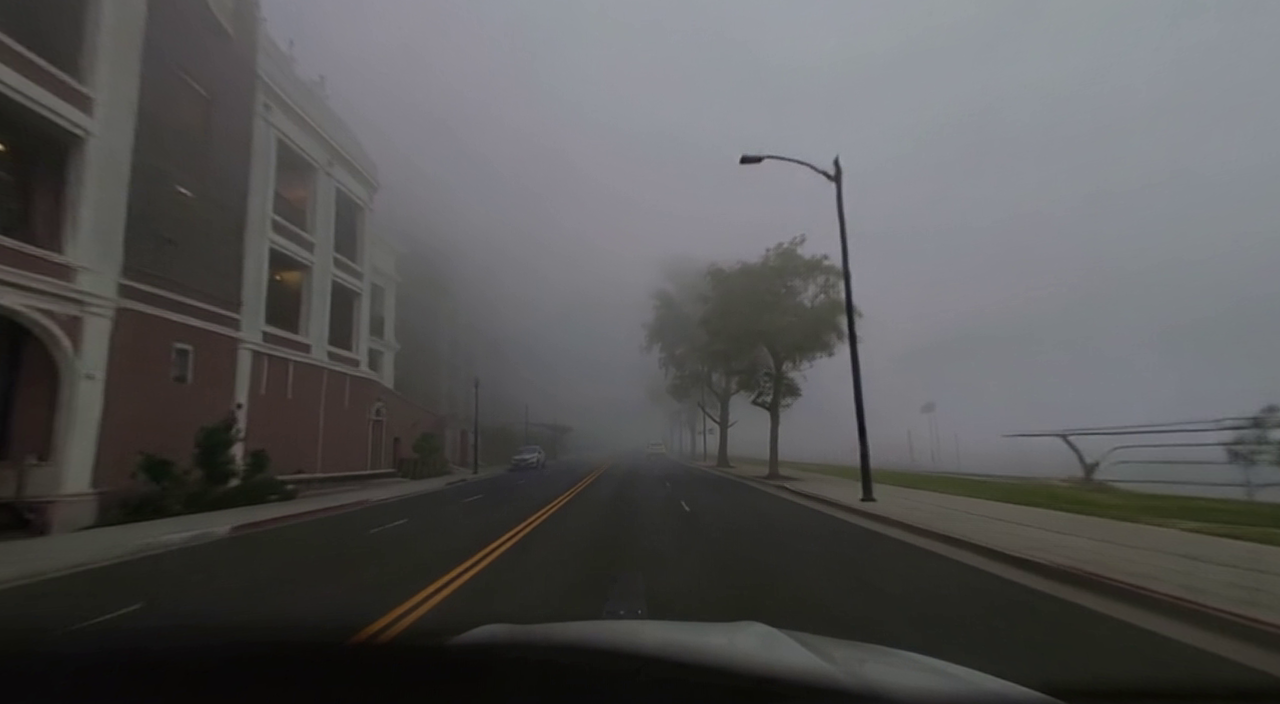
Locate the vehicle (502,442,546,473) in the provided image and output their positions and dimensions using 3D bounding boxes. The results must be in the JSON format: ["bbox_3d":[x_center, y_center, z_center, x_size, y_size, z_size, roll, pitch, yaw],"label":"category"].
[{"bbox_3d":[-6.915,6.344,38.080,1.946,1.640,4.430,-2,-9,-1],"label":"vehicle"}]
